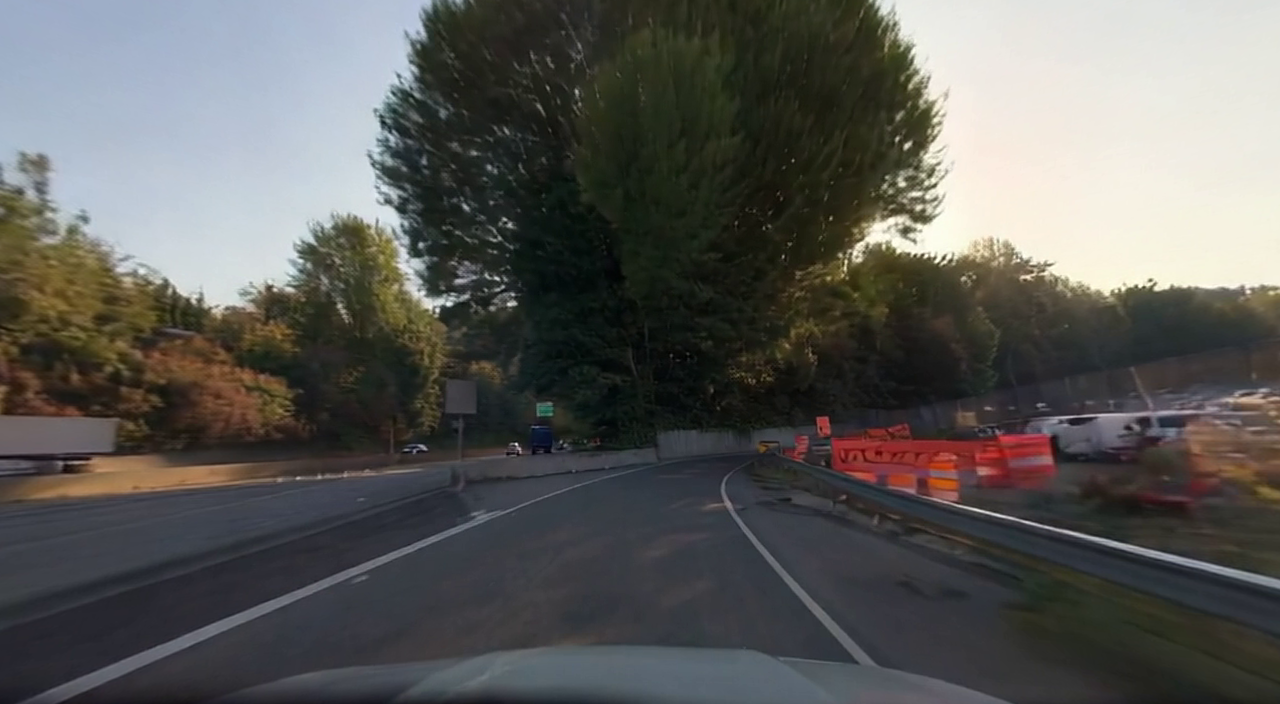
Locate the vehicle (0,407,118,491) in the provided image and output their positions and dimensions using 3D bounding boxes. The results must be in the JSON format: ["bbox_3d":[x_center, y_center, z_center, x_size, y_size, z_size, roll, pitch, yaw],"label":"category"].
[{"bbox_3d":[-32.552,4.730,30.738,2.880,4.029,14.388,0,-9,-4],"label":"vehicle"}]
